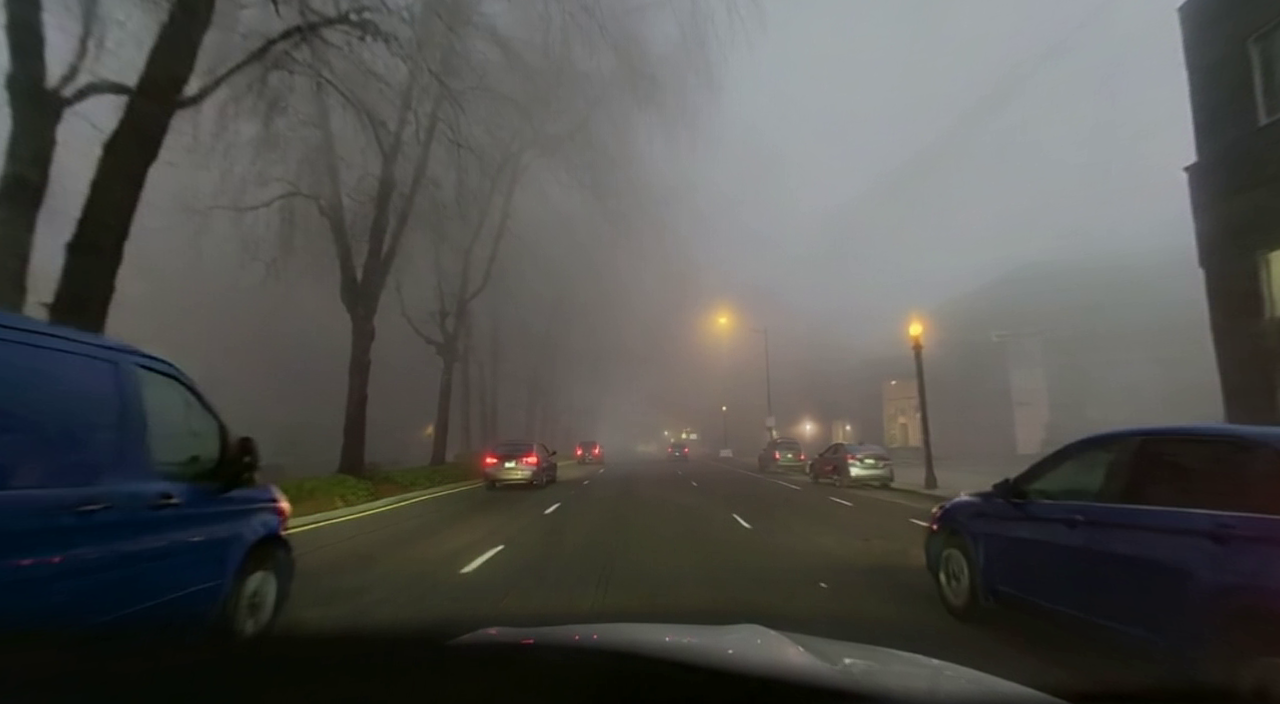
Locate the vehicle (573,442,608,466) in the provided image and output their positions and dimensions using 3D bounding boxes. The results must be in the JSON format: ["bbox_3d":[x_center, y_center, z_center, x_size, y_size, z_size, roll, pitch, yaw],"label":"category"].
[{"bbox_3d":[-3.604,7.532,46.934,2.145,1.694,4.642,0,-8,1],"label":"vehicle"}]

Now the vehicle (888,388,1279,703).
[{"bbox_3d":[3.291,1.041,3.353,2.021,1.491,4.563,0,-8,-1],"label":"vehicle"}]

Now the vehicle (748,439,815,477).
[{"bbox_3d":[6.588,4.972,29.869,1.983,1.618,4.108,0,-9,-4],"label":"vehicle"}]

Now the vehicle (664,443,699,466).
[{"bbox_3d":[2.736,6.918,42.806,1.961,1.482,4.538,0,-8,-1],"label":"vehicle"}]

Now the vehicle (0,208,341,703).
[{"bbox_3d":[-3.545,0.518,1.876,2.490,2.153,5.594,0,-9,1],"label":"vehicle"}]

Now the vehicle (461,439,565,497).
[{"bbox_3d":[-3.538,3.334,18.529,2.060,1.466,4.387,0,-8,1],"label":"vehicle"}]

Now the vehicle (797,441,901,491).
[{"bbox_3d":[6.762,3.718,20.999,1.896,1.479,4.416,0,-8,-1],"label":"vehicle"}]
